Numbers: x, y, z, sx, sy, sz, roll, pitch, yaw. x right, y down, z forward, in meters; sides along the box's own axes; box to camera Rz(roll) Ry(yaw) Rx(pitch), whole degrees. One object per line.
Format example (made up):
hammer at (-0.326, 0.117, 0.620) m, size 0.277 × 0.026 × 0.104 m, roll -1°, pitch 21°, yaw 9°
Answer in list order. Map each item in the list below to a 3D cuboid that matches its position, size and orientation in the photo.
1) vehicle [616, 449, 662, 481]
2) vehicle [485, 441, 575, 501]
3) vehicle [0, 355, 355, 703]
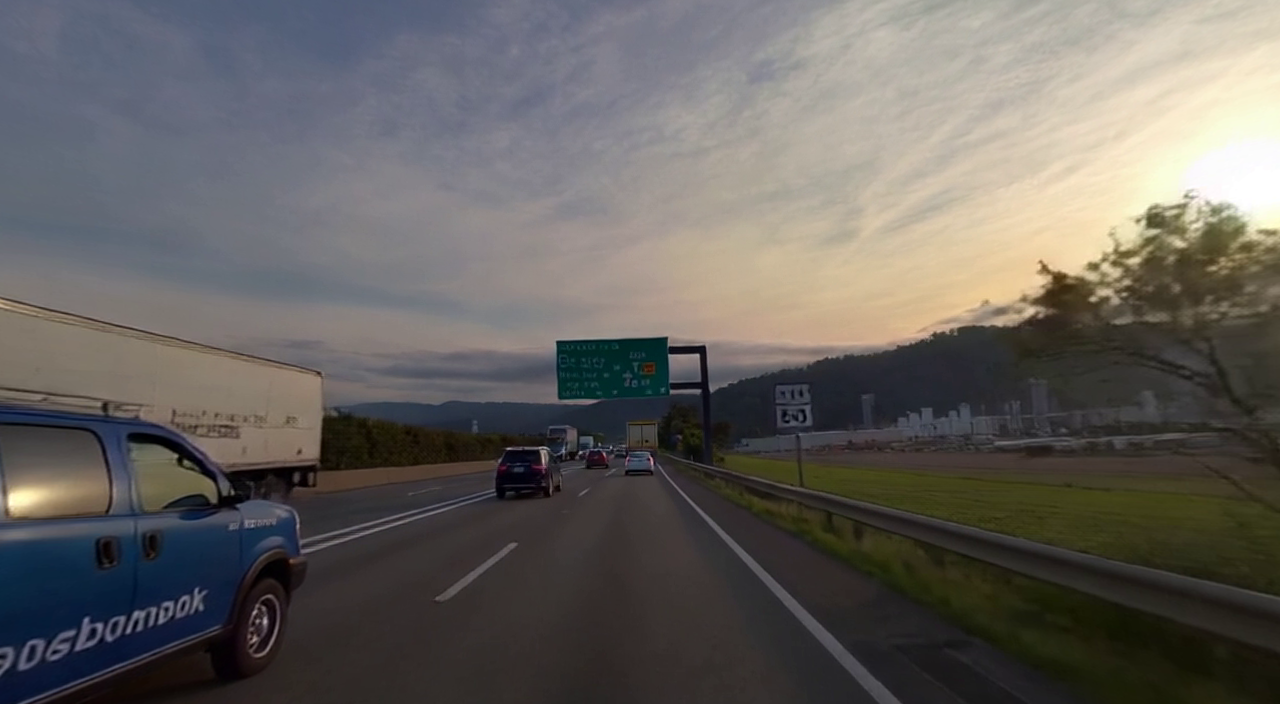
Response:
vehicle at (-0.058, 5.378, 30.306) m, size 2.095 × 1.393 × 3.908 m, roll 0°, pitch -9°, yaw 0°
vehicle at (-3.189, 3.522, 19.116) m, size 1.937 × 1.600 × 4.141 m, roll 0°, pitch -9°, yaw 0°
vehicle at (-3.259, 0.923, 2.511) m, size 2.117 × 1.688 × 4.582 m, roll 0°, pitch -9°, yaw 0°
